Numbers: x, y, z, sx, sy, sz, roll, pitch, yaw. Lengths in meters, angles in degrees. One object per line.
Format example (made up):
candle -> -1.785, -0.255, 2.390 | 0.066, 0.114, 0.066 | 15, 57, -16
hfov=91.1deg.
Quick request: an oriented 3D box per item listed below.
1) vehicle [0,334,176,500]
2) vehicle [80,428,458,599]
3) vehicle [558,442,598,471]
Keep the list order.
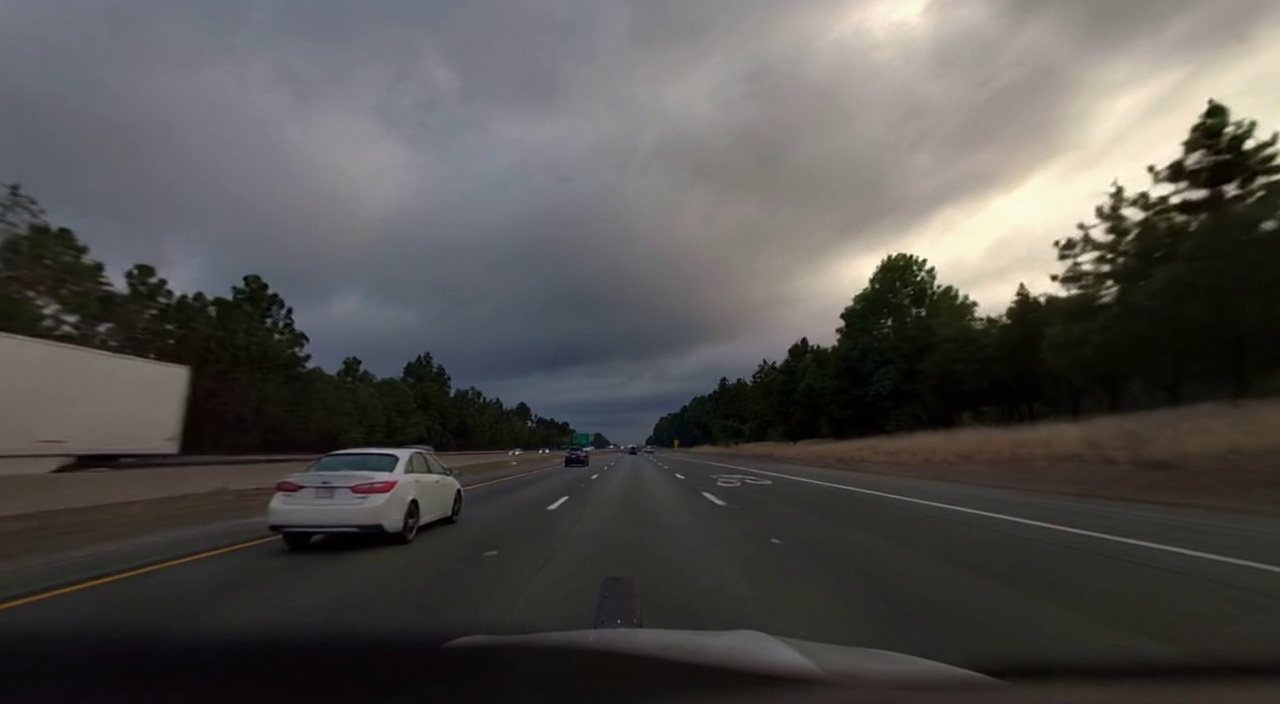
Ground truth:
vehicle -> -16.856, 1.076, 11.904 | 2.968, 3.931, 17.389 | 0, -9, 0
vehicle -> -3.954, 1.783, 7.863 | 2.018, 1.497, 4.399 | -1, -9, 0
vehicle -> -3.945, 6.731, 40.617 | 2.111, 1.717, 4.426 | 0, -9, 0
